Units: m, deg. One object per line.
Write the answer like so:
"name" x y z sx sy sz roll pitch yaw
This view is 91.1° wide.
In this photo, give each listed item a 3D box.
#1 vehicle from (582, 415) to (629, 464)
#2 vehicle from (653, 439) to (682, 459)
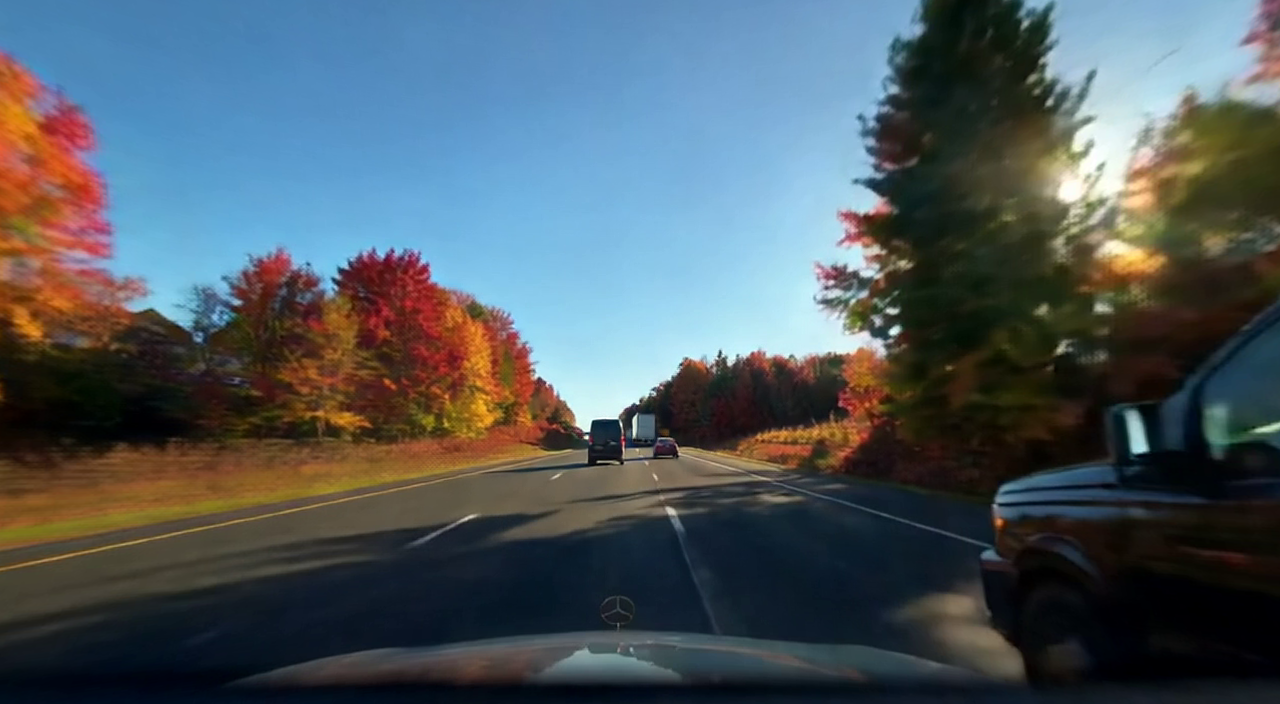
"vehicle" -1.907 5.129 36.869 2.389 2.637 5.437 0 -8 1
"vehicle" 2.111 7.637 49.902 1.962 1.508 4.363 0 -8 -2
